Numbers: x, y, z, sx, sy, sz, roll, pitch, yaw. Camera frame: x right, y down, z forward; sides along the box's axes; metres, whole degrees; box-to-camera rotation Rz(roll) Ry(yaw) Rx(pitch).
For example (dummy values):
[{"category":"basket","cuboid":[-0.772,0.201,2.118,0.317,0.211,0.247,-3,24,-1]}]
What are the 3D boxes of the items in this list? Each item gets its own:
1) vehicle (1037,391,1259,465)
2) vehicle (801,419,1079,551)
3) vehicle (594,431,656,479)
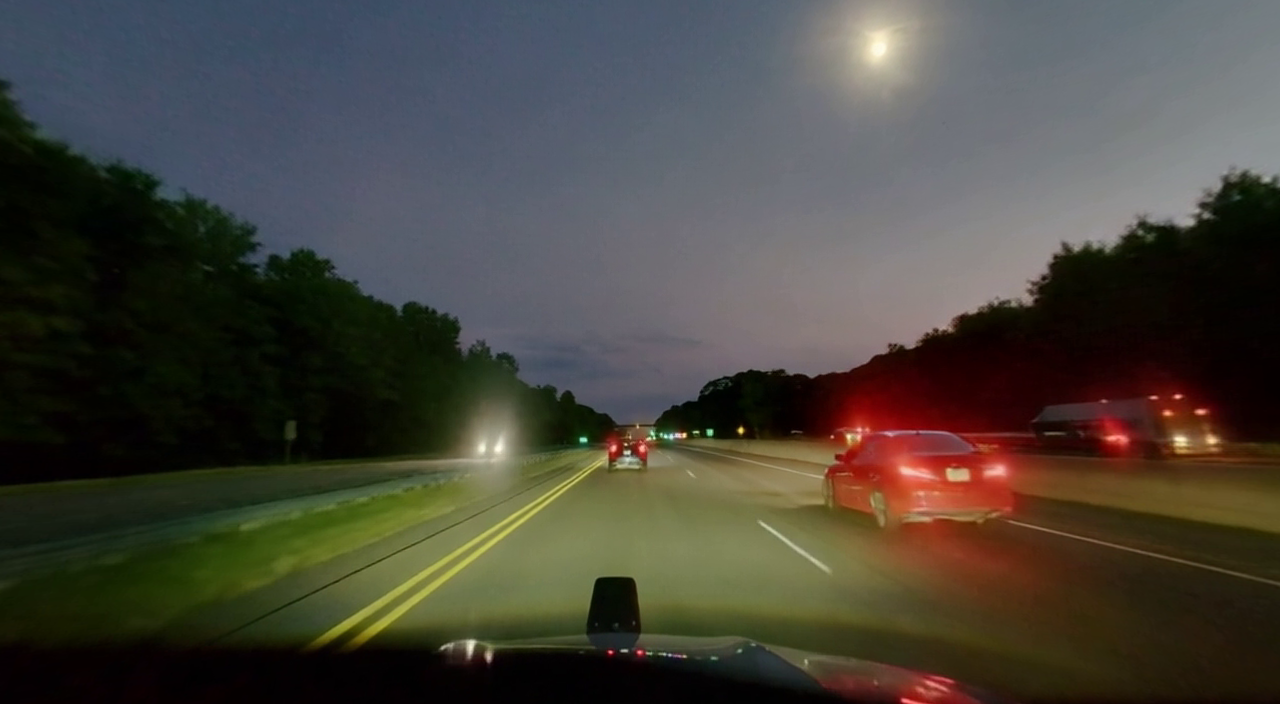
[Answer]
[{"category":"vehicle","cuboid":[33.585,5.260,43.274,2.846,4.056,15.175,-3,-7,1]},{"category":"vehicle","cuboid":[4.060,1.838,9.527,2.010,1.508,4.285,0,-8,-2]},{"category":"vehicle","cuboid":[-0.478,3.454,21.394,1.897,1.479,3.724,0,-8,0]}]
